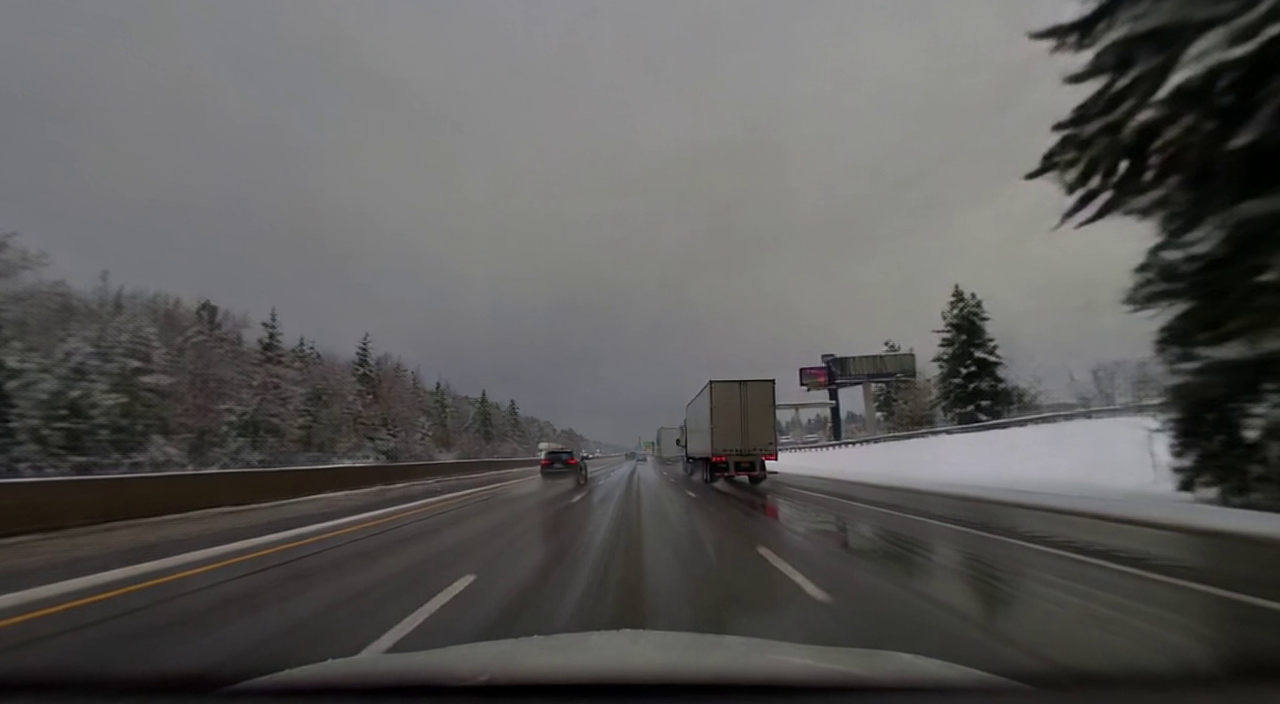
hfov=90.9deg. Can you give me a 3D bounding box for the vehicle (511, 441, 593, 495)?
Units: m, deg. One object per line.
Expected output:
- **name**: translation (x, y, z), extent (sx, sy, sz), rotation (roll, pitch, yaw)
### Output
- **vehicle**: translation (-3.157, 4.312, 23.823), extent (2.291, 1.788, 4.825), rotation (0, -9, 1)

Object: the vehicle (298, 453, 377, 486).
- **vehicle**: translation (-15.843, 6.155, 33.311), extent (1.928, 1.577, 4.444), rotation (0, -9, 0)

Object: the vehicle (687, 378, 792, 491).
- **vehicle**: translation (4.282, 4.226, 30.988), extent (2.826, 4.269, 14.176), rotation (0, -9, 0)
